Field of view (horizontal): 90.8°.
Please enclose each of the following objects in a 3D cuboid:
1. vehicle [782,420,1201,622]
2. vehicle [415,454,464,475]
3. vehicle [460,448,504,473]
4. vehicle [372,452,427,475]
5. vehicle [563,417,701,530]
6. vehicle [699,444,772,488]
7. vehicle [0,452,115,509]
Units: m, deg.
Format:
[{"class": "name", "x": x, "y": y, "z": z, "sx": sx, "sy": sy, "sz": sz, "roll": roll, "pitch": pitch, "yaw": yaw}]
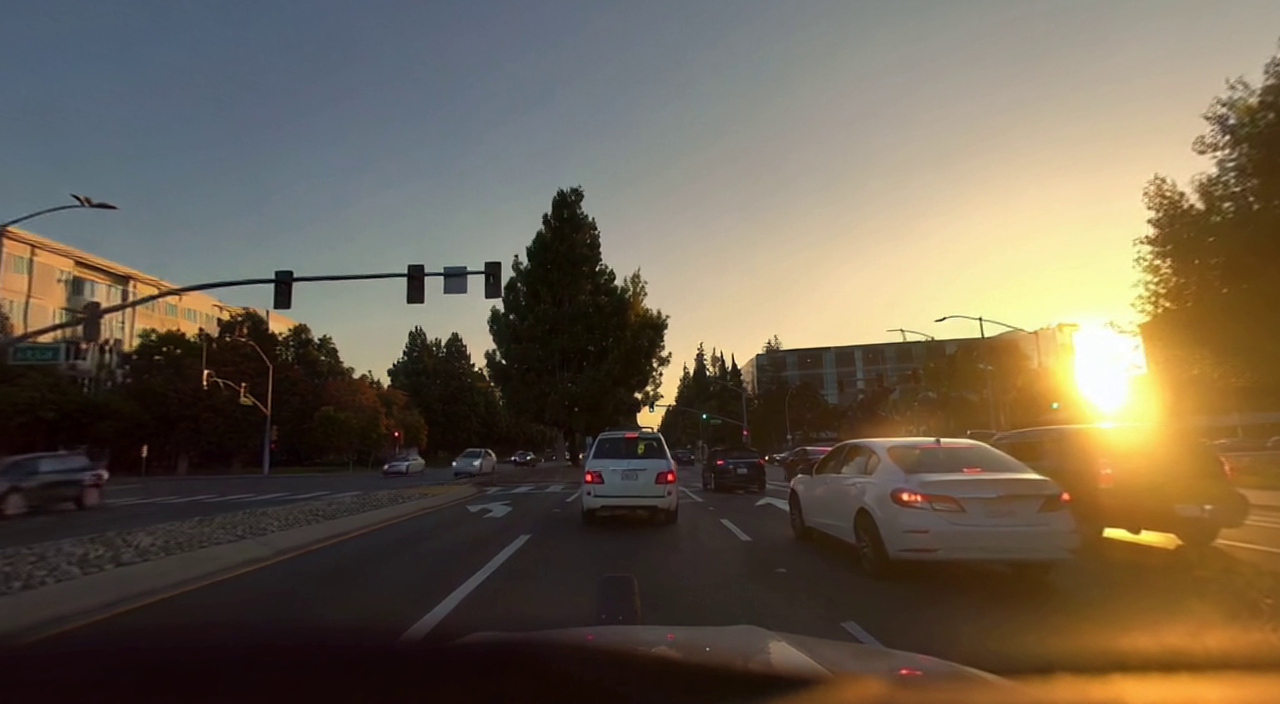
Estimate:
[{"class": "vehicle", "x": 3.319, "y": 1.684, "z": 7.417, "sx": 2.034, "sy": 1.558, "sz": 4.774, "roll": 0, "pitch": -9, "yaw": -2}, {"class": "vehicle", "x": -14.501, "y": 8.142, "z": 45.886, "sx": 2.107, "sy": 1.448, "sz": 4.179, "roll": 0, "pitch": -9, "yaw": 1}, {"class": "vehicle", "x": -11.227, "y": 7.692, "z": 45.113, "sx": 2.032, "sy": 1.671, "sz": 4.316, "roll": 0, "pitch": -9, "yaw": 0}, {"class": "vehicle", "x": -17.467, "y": 8.132, "z": 46.127, "sx": 1.971, "sy": 1.523, "sz": 4.991, "roll": 0, "pitch": -9, "yaw": 1}, {"class": "vehicle", "x": -0.140, "y": 2.303, "z": 12.517, "sx": 2.236, "sy": 1.827, "sz": 4.316, "roll": 0, "pitch": -9, "yaw": 0}, {"class": "vehicle", "x": 3.502, "y": 4.271, "z": 24.018, "sx": 2.004, "sy": 1.523, "sz": 4.263, "roll": 0, "pitch": -9, "yaw": -1}, {"class": "vehicle", "x": -20.872, "y": 4.290, "z": 21.408, "sx": 2.138, "sy": 1.708, "sz": 4.589, "roll": 0, "pitch": -9, "yaw": 0}]
